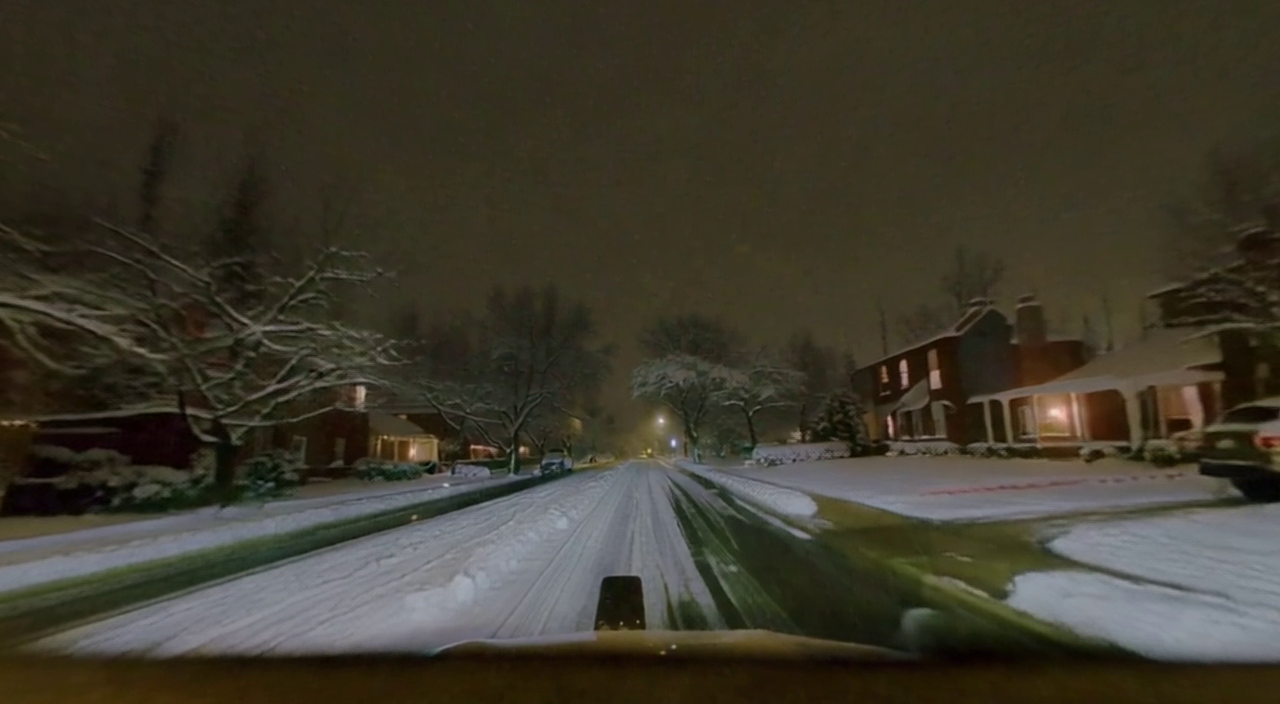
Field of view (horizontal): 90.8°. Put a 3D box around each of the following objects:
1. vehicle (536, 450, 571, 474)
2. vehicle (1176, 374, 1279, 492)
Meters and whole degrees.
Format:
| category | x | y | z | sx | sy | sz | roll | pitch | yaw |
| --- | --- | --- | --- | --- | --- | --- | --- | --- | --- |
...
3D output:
| category | x | y | z | sx | sy | sz | roll | pitch | yaw |
| --- | --- | --- | --- | --- | --- | --- | --- | --- | --- |
| vehicle | -6.690 | 8.534 | 49.199 | 2.078 | 1.745 | 5.119 | 0 | -9 | -1 |
| vehicle | 11.297 | 1.047 | 9.245 | 4.894 | 1.616 | 1.965 | -4 | -9 | 2 |
